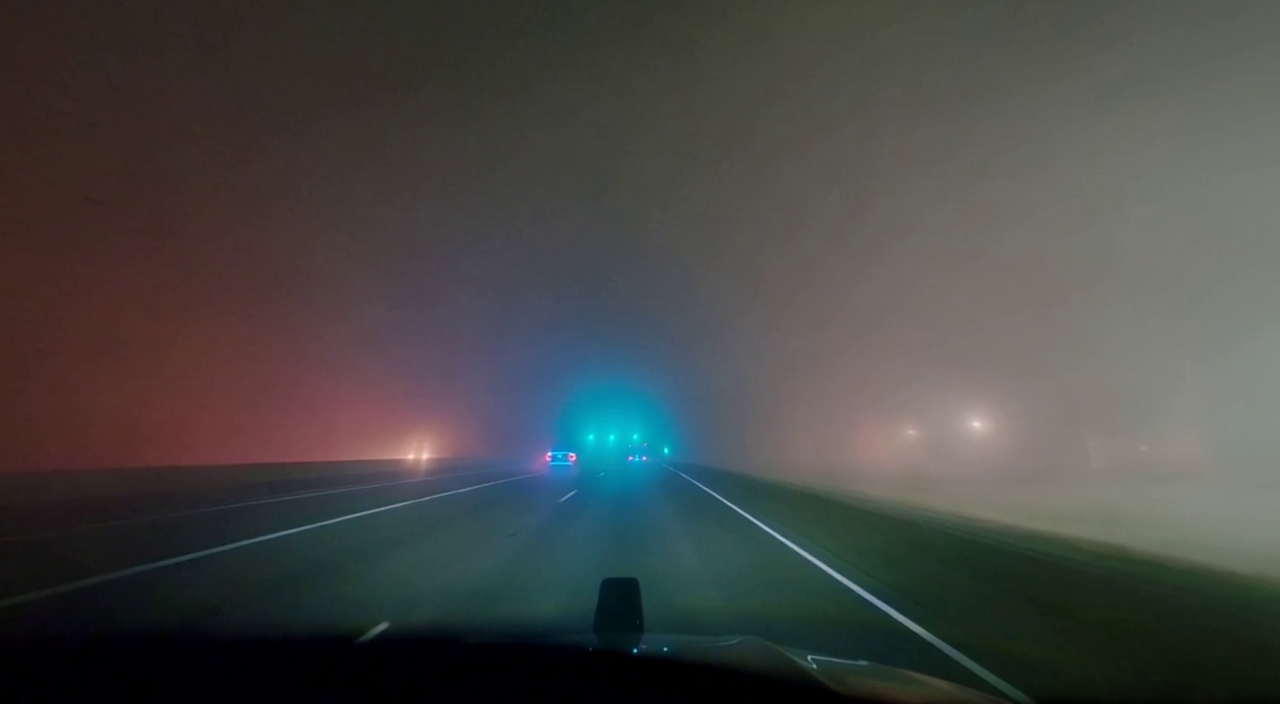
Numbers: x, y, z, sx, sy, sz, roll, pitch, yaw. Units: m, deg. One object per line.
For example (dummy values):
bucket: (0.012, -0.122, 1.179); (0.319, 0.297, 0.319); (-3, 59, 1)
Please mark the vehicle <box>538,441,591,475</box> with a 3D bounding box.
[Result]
vehicle: (-4.153, 5.947, 35.705); (2.272, 1.759, 5.058); (0, -9, 1)
